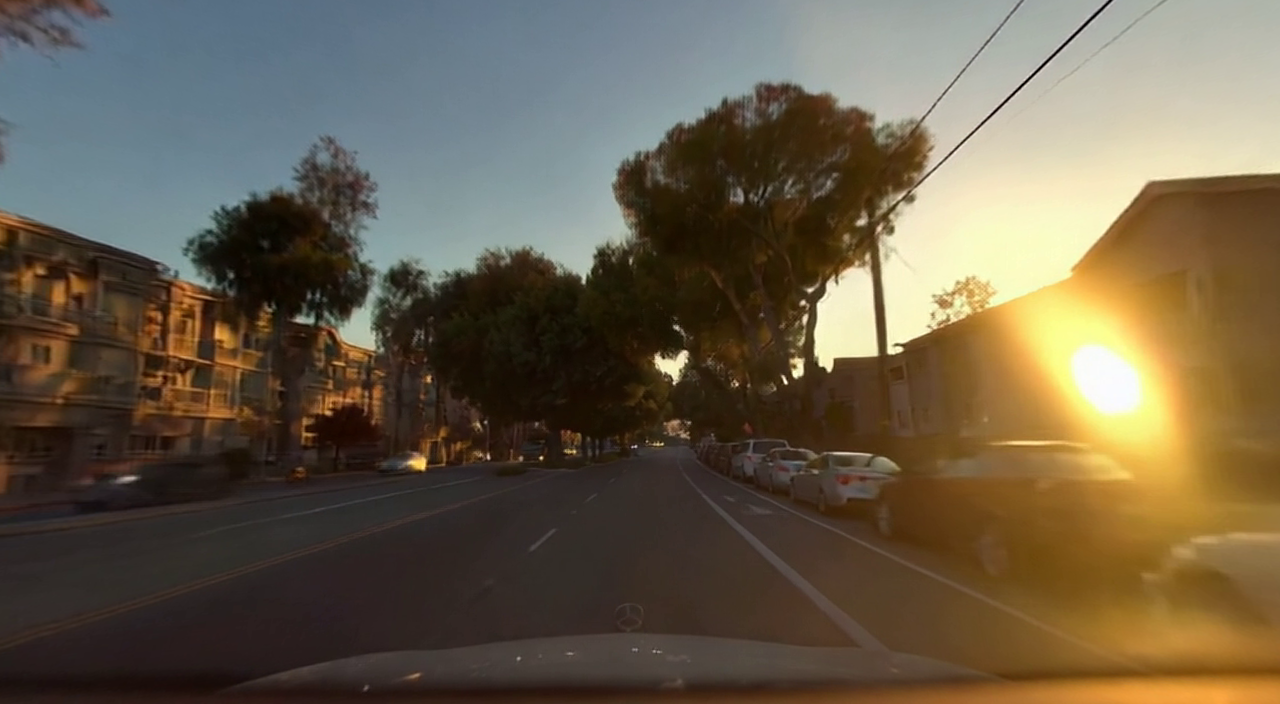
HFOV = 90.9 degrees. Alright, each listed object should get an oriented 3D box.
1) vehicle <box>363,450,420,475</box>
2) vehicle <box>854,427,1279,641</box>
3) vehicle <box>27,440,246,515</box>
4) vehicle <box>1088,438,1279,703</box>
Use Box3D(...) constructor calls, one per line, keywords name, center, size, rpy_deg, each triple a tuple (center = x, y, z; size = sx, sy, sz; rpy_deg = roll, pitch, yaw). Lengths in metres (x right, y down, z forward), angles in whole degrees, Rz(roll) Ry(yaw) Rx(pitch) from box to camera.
Box3D(name="vehicle", center=(-18.013, 7.982, 45.930), size=(1.965, 1.640, 4.665), rpy_deg=(-1, -8, 4))
Box3D(name="vehicle", center=(4.099, 1.629, 6.751), size=(2.023, 1.525, 4.158), rpy_deg=(0, -8, -2))
Box3D(name="vehicle", center=(-13.143, 3.253, 16.954), size=(2.045, 1.712, 4.511), rpy_deg=(-1, -8, 2))
Box3D(name="vehicle", center=(4.068, 0.966, 2.020), size=(1.833, 1.399, 4.727), rpy_deg=(-1, -8, 1))
